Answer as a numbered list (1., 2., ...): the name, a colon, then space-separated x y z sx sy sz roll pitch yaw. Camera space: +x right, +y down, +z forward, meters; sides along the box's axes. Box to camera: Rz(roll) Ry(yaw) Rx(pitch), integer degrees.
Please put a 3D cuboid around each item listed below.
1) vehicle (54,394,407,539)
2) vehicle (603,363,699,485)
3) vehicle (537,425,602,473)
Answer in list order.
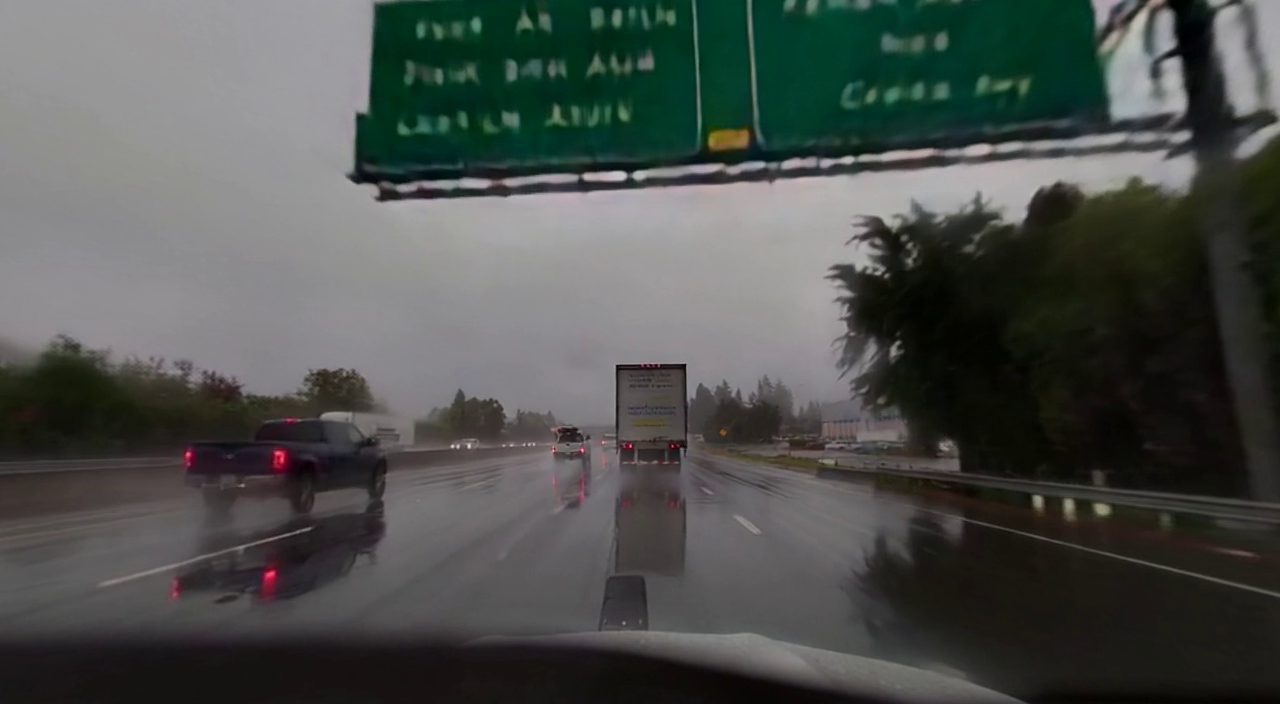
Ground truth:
1. vehicle: -6.745 2.019 11.701 2.479 1.978 5.952 0 -9 1
2. vehicle: 0.298 2.953 24.479 2.941 3.794 9.851 0 -9 0
3. vehicle: -3.233 4.682 30.559 2.379 2.075 6.169 0 -9 1
